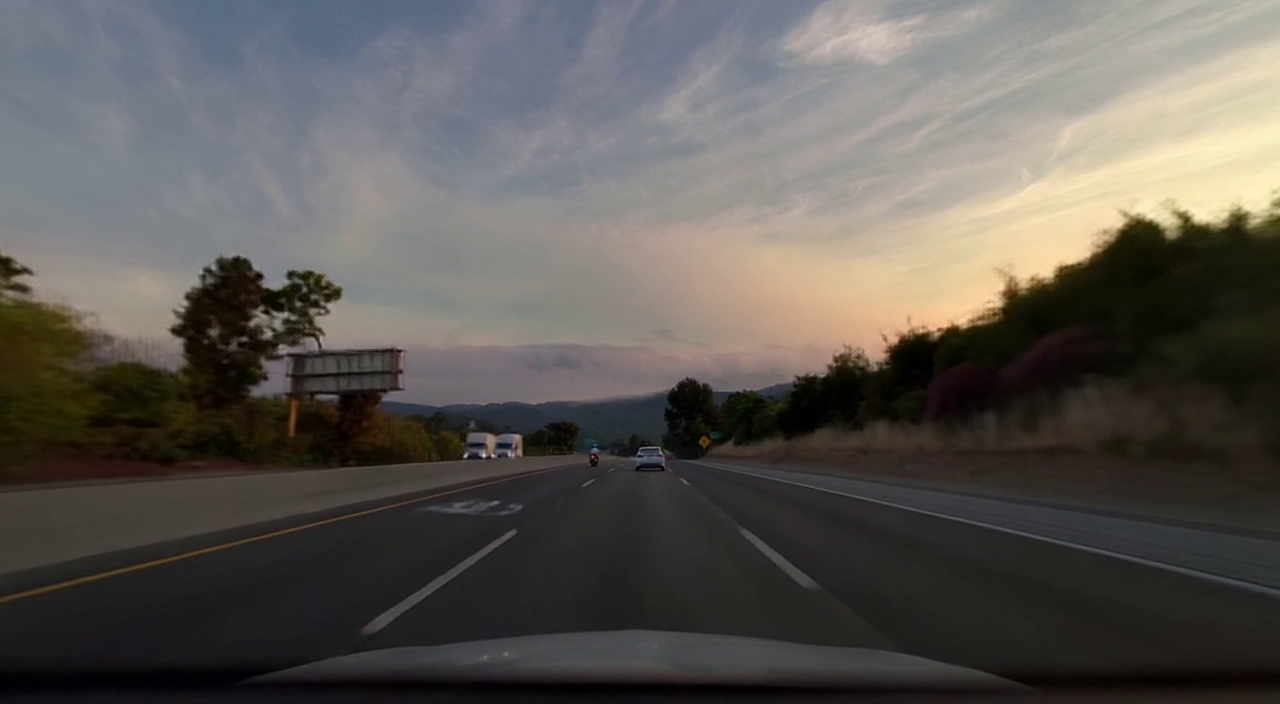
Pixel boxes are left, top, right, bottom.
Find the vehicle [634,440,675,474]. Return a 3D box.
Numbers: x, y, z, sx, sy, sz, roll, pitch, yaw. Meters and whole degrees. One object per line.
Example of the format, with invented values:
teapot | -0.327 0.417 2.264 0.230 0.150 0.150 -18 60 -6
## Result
vehicle | 0.802 6.083 36.572 2.247 1.825 4.036 -1 -9 1
